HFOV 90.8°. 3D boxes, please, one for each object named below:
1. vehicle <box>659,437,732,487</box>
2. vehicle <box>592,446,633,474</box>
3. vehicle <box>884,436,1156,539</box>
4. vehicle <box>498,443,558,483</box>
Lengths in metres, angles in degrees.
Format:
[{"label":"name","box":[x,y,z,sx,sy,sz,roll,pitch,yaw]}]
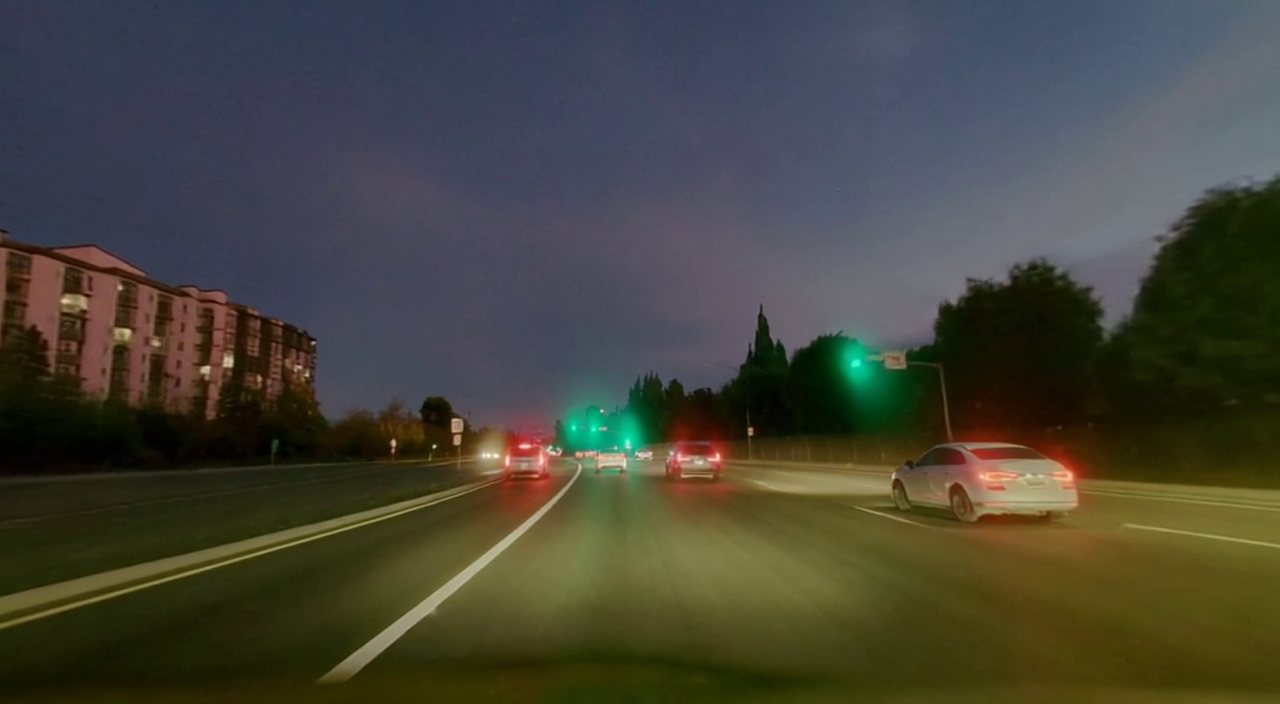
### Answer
[{"label":"vehicle","box":[2.035,4.218,24.569,2.161,1.716,4.194,0,-8,-4]},{"label":"vehicle","box":[-1.685,6.289,36.959,2.155,1.486,4.403,1,-8,-5]},{"label":"vehicle","box":[6.176,2.214,11.043,1.945,1.408,4.288,0,-8,-3]},{"label":"vehicle","box":[-5.000,4.980,28.672,2.172,1.671,4.175,0,-8,-3]}]
